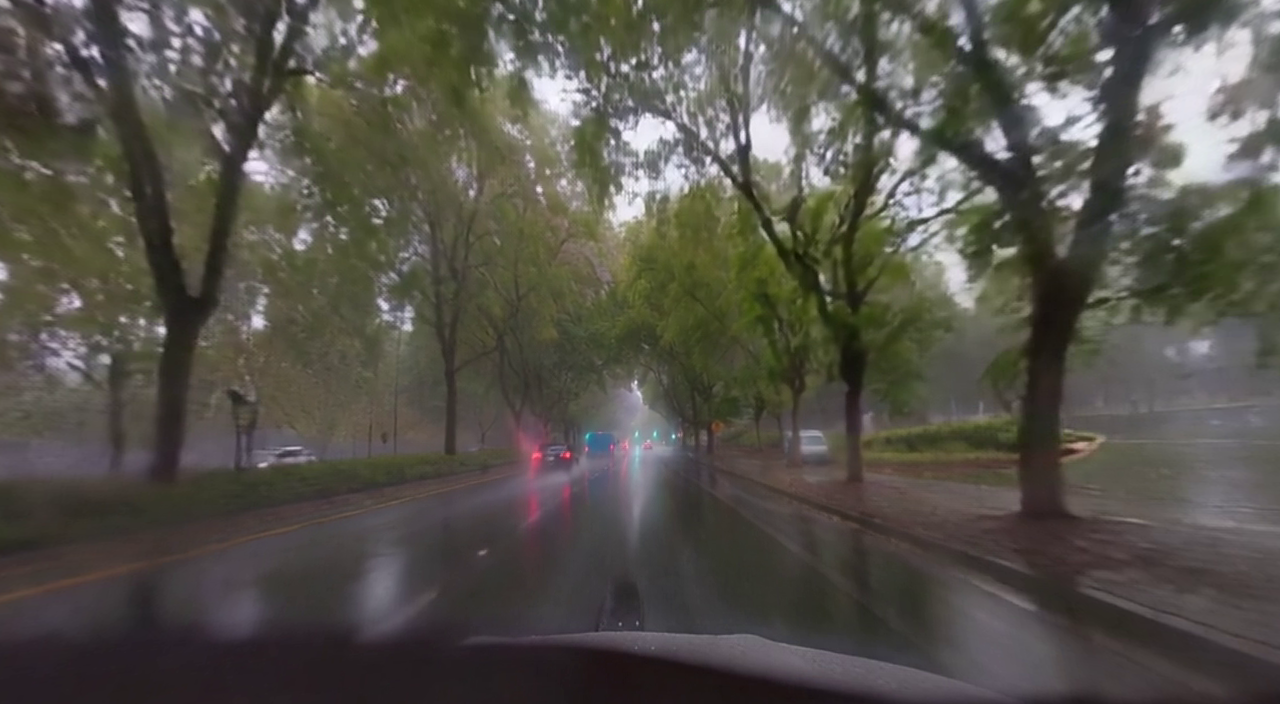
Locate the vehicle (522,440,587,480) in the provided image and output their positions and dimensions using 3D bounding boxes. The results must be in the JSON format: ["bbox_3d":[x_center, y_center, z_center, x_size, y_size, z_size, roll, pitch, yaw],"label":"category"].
[{"bbox_3d":[-3.338,4.305,25.430,2.009,1.473,4.028,0,-8,1],"label":"vehicle"}]

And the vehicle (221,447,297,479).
[{"bbox_3d":[-22.597,6.572,37.704,1.911,1.799,4.222,0,-8,-1],"label":"vehicle"}]

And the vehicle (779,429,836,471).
[{"bbox_3d":[7.142,4.195,27.147,1.596,1.654,2.920,-1,-8,0],"label":"vehicle"}]
